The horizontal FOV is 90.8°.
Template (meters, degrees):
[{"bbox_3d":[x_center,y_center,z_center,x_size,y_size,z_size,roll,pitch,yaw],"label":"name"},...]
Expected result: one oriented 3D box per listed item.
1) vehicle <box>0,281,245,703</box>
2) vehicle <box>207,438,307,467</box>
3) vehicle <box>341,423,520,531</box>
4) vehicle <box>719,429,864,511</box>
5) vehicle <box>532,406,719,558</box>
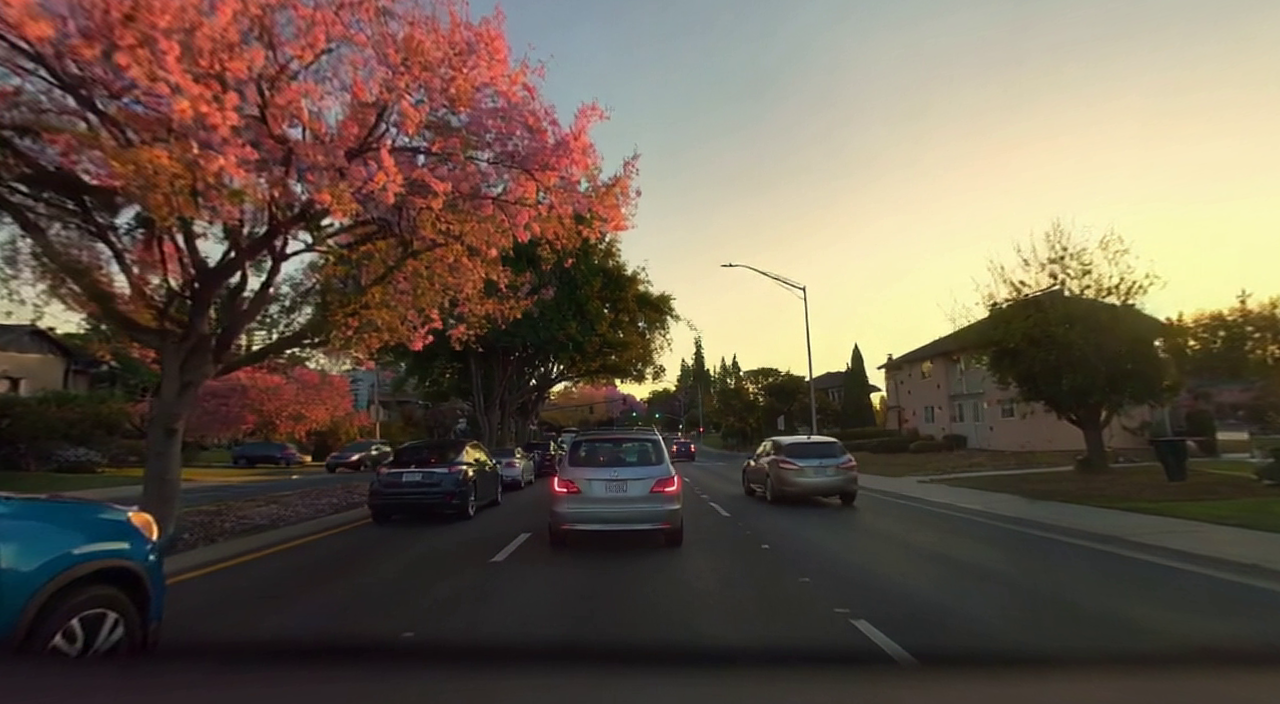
[{"bbox_3d":[-3.529,0.558,1.300,2.304,1.928,4.833,0,-8,0],"label":"vehicle"},{"bbox_3d":[-28.483,7.475,47.260,5.856,2.096,2.481,3,-9,-18],"label":"vehicle"},{"bbox_3d":[-3.665,2.263,12.025,1.948,1.668,4.279,0,-8,0],"label":"vehicle"},{"bbox_3d":[3.203,2.611,14.495,2.056,1.536,4.678,0,-8,-1],"label":"vehicle"},{"bbox_3d":[-0.186,1.768,9.234,2.112,1.693,4.058,0,-8,-1],"label":"vehicle"}]
